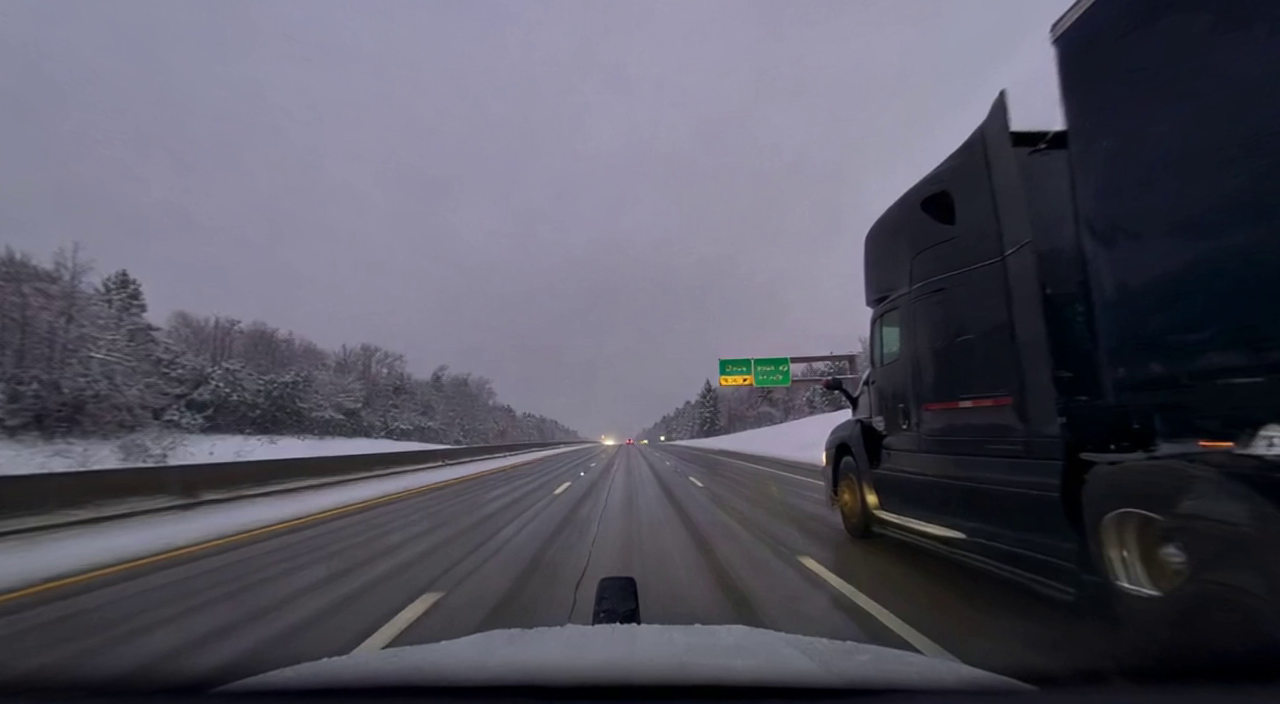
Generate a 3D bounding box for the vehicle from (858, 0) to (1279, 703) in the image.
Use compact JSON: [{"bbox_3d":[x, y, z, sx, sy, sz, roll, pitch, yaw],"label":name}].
[{"bbox_3d":[4.169,-0.264,2.696,3.246,4.187,8.893,1,-8,0],"label":"vehicle"}]
